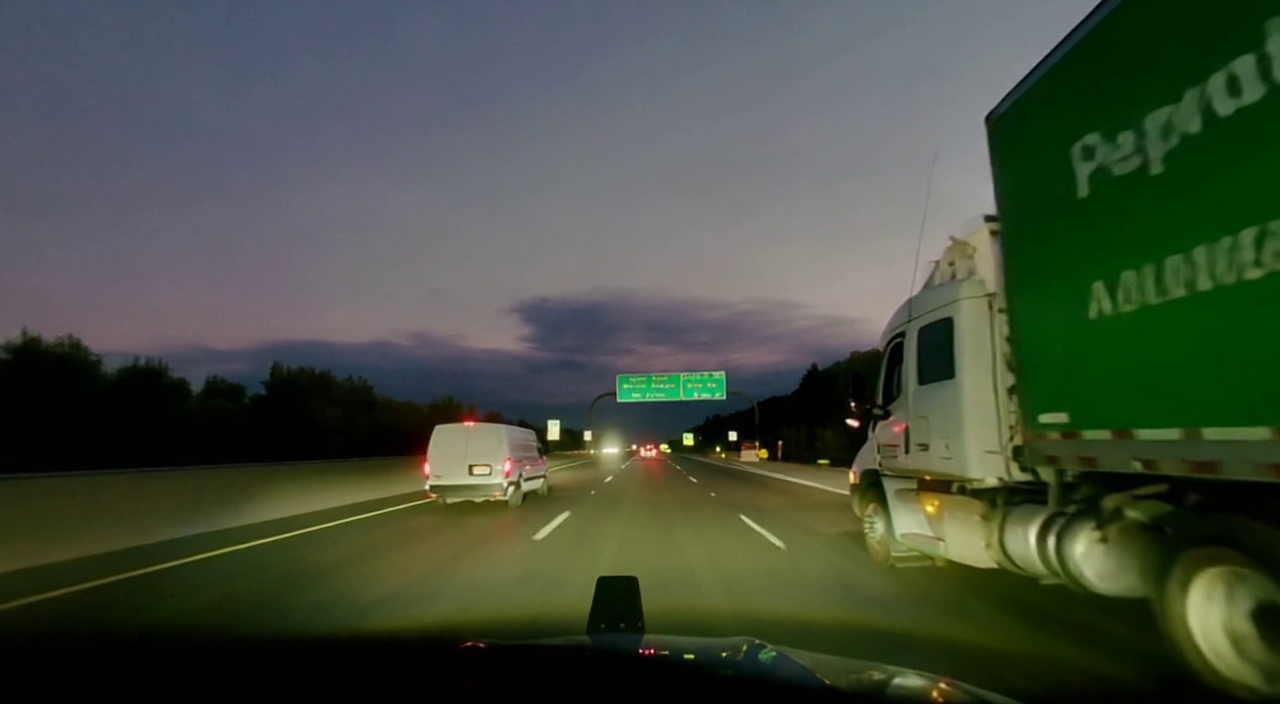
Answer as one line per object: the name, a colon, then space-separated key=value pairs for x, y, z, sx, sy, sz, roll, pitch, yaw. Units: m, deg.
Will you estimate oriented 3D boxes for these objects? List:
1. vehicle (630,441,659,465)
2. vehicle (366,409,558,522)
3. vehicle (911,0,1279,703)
vehicle: x=0.290 y=7.485 z=46.628 sx=2.067 sy=1.690 sz=3.901 roll=0 pitch=-9 yaw=-1
vehicle: x=-3.433 y=2.391 z=13.767 sx=2.572 sy=1.927 sz=5.803 roll=0 pitch=-9 yaw=-1
vehicle: x=4.159 y=-0.144 z=2.455 sx=3.007 sy=3.949 sz=7.005 roll=0 pitch=-9 yaw=0
